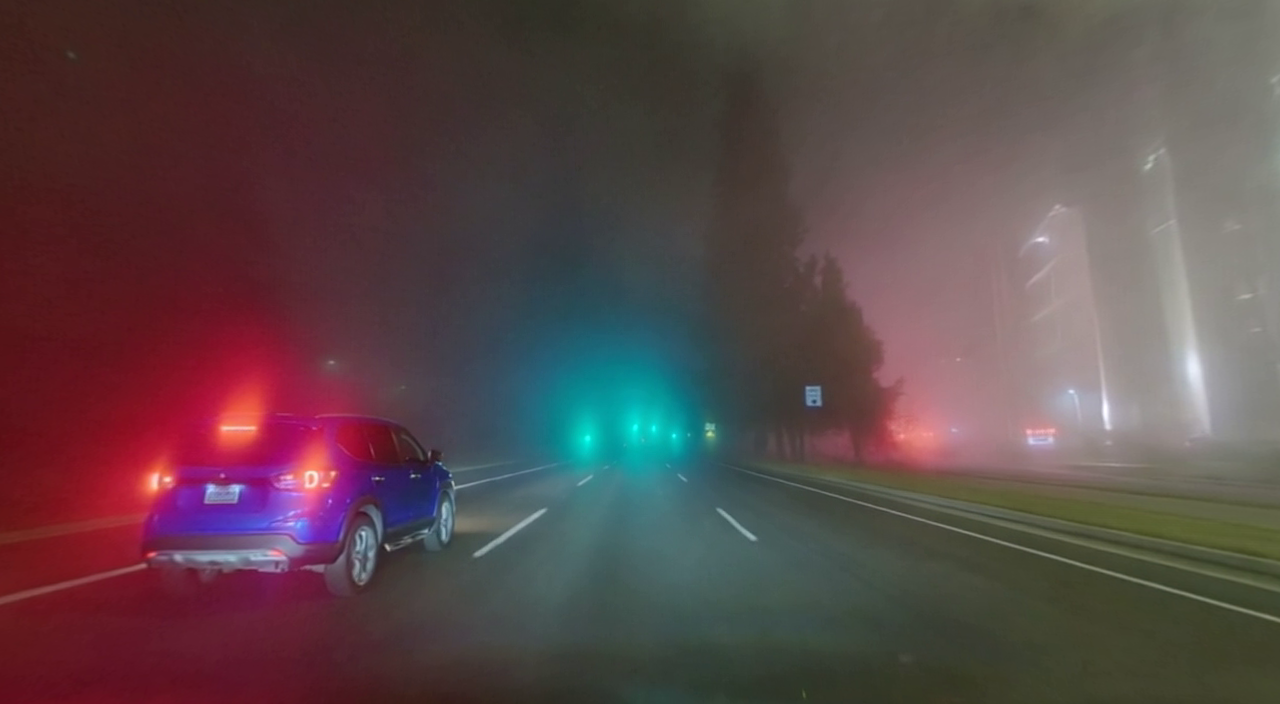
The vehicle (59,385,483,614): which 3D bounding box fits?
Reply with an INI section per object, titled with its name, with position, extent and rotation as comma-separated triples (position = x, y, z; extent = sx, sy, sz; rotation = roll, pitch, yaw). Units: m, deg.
[vehicle]
position = -3.350, 1.433, 7.069
extent = 2.033, 1.713, 4.503
rotation = 0, -8, 0
